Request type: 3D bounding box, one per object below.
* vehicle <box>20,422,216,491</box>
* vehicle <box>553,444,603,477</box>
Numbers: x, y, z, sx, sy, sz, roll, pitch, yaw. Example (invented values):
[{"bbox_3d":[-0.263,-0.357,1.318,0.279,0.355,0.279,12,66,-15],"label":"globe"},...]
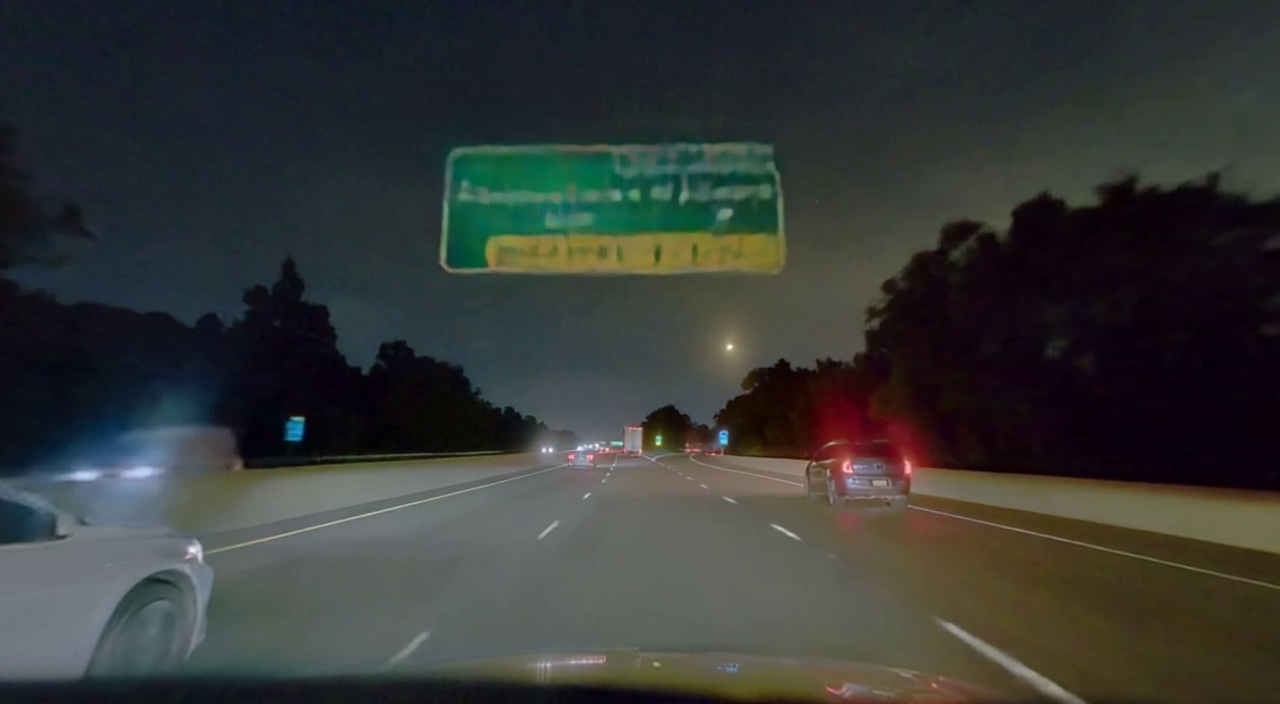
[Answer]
[{"bbox_3d":[-16.707,3.384,20.668,2.213,1.948,4.866,0,-9,0],"label":"vehicle"},{"bbox_3d":[-3.128,5.625,32.963,2.184,1.574,5.004,0,-9,-1],"label":"vehicle"}]
